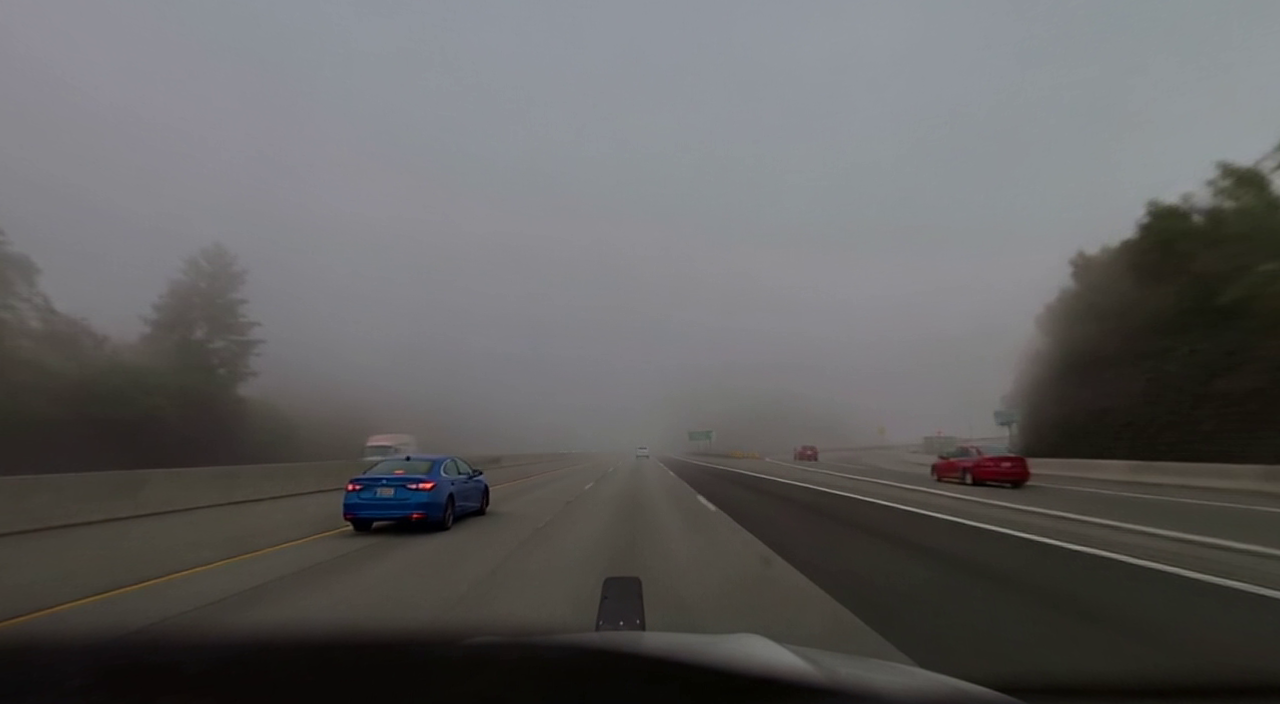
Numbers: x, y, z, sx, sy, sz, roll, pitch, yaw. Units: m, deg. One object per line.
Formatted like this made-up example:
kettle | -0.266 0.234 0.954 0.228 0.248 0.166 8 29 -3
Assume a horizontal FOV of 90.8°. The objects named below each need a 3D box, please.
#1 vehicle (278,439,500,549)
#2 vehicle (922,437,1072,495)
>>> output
vehicle | -3.868 2.249 10.743 1.873 1.438 4.546 0 -9 1
vehicle | 10.278 3.313 18.659 1.884 1.485 4.600 -1 -9 2
